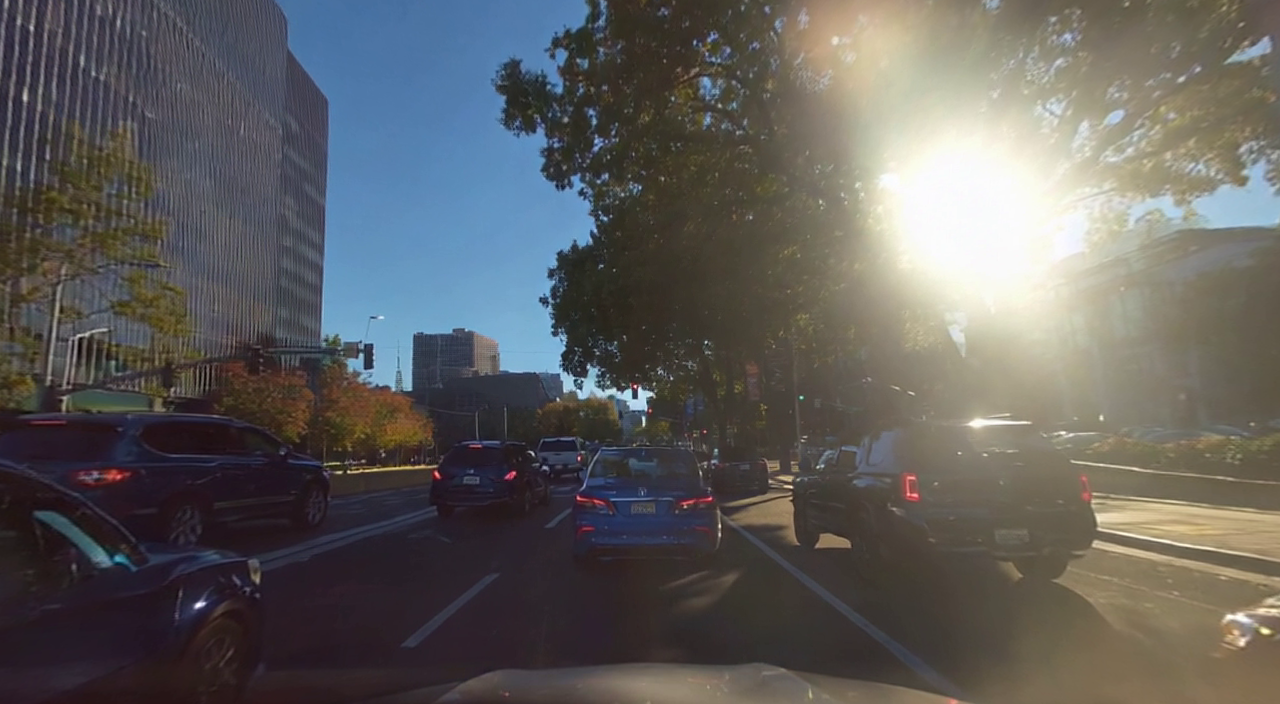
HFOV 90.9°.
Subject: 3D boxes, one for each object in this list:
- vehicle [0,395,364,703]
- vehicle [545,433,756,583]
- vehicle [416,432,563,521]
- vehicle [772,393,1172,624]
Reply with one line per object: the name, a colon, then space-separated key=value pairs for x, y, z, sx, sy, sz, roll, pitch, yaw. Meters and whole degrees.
vehicle: x=-3.326 y=0.981 z=2.629 sx=2.144 sy=1.505 sz=4.635 roll=-1 pitch=-9 yaw=2
vehicle: x=0.088 y=1.901 z=8.480 sx=2.147 sy=1.507 sz=3.953 roll=0 pitch=-9 yaw=-1
vehicle: x=-3.233 y=2.792 z=14.711 sx=2.168 sy=1.719 sz=4.561 roll=-1 pitch=-9 yaw=2
vehicle: x=3.063 y=1.552 z=7.171 sx=2.108 sy=1.785 sz=4.334 roll=0 pitch=-9 yaw=-1
